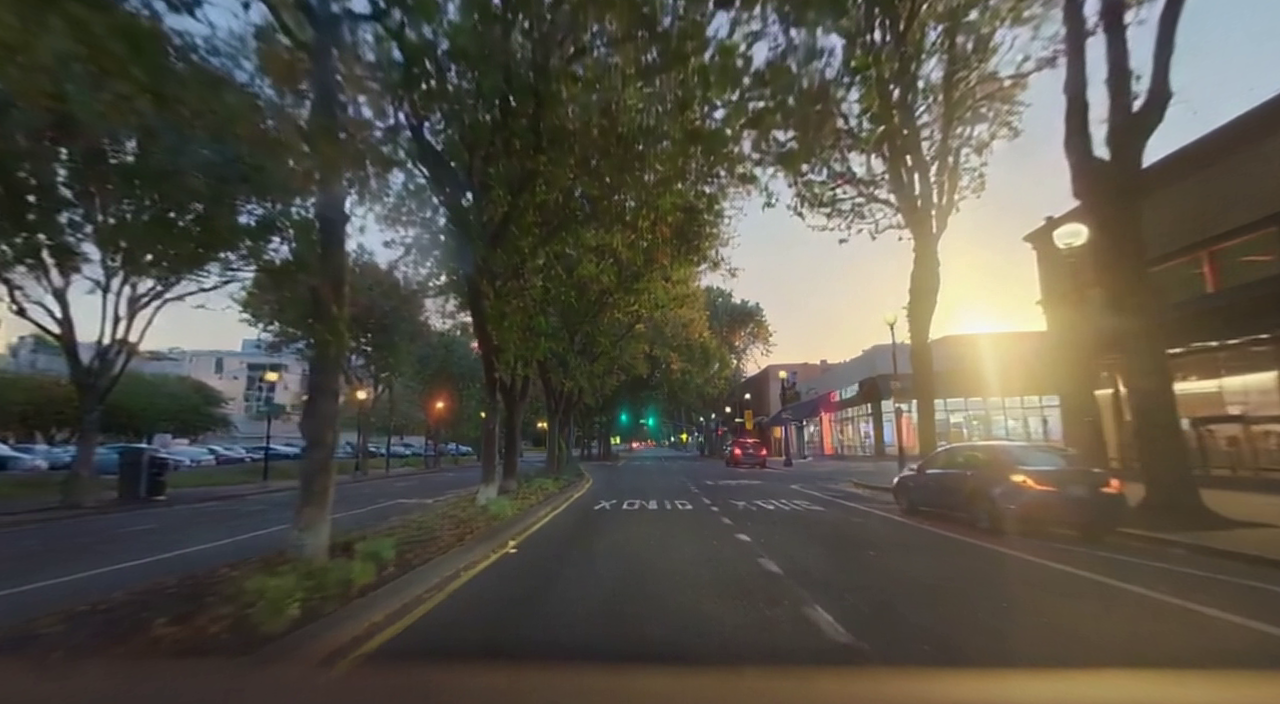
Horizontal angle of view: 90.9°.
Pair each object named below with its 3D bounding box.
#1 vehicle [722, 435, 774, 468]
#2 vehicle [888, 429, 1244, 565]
[{"bbox_3d":[6.540,6.106,38.776,2.112,1.894,4.910,1,-8,-3],"label":"vehicle"},{"bbox_3d":[5.874,2.022,9.764,2.088,1.543,4.964,0,-8,1],"label":"vehicle"}]
